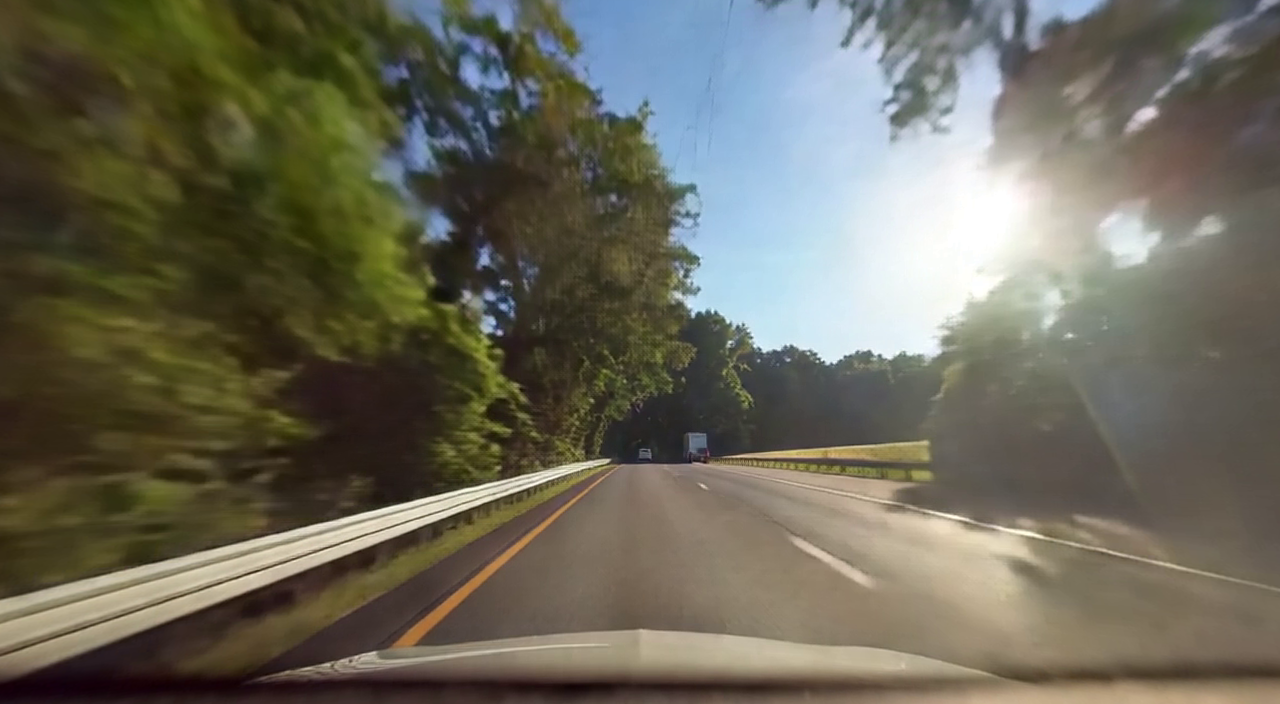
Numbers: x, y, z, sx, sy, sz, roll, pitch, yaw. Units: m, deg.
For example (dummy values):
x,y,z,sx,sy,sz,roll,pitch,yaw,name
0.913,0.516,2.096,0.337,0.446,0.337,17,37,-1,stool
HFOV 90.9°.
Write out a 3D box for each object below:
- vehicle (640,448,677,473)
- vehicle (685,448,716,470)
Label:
x,y,z,sx,sy,sz,roll,pitch,yaw,name
1.128,6.880,40.134,2.162,1.492,3.975,0,-9,0,vehicle
4.489,7.939,46.909,1.846,1.485,3.679,0,-9,-1,vehicle
